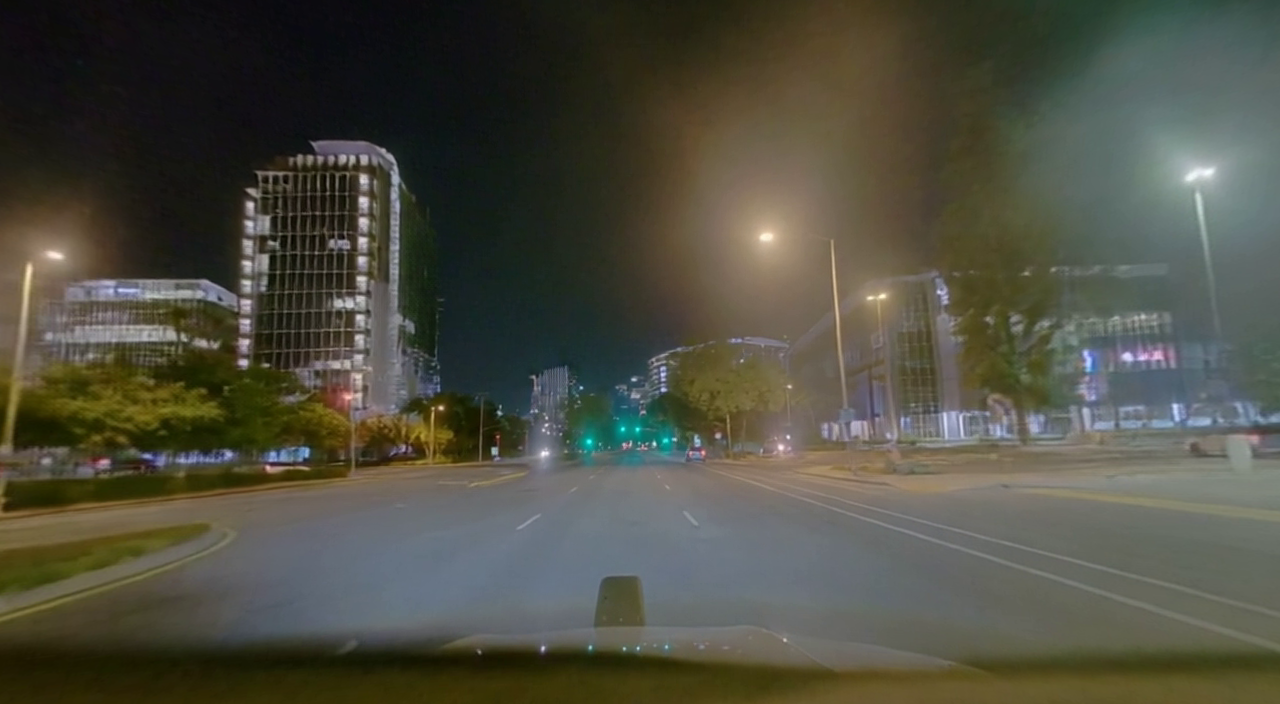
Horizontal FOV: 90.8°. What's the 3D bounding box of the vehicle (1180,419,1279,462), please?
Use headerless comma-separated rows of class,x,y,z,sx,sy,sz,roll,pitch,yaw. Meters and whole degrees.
vehicle,22.421,3.181,22.612,1.834,1.444,4.703,0,-8,-3
